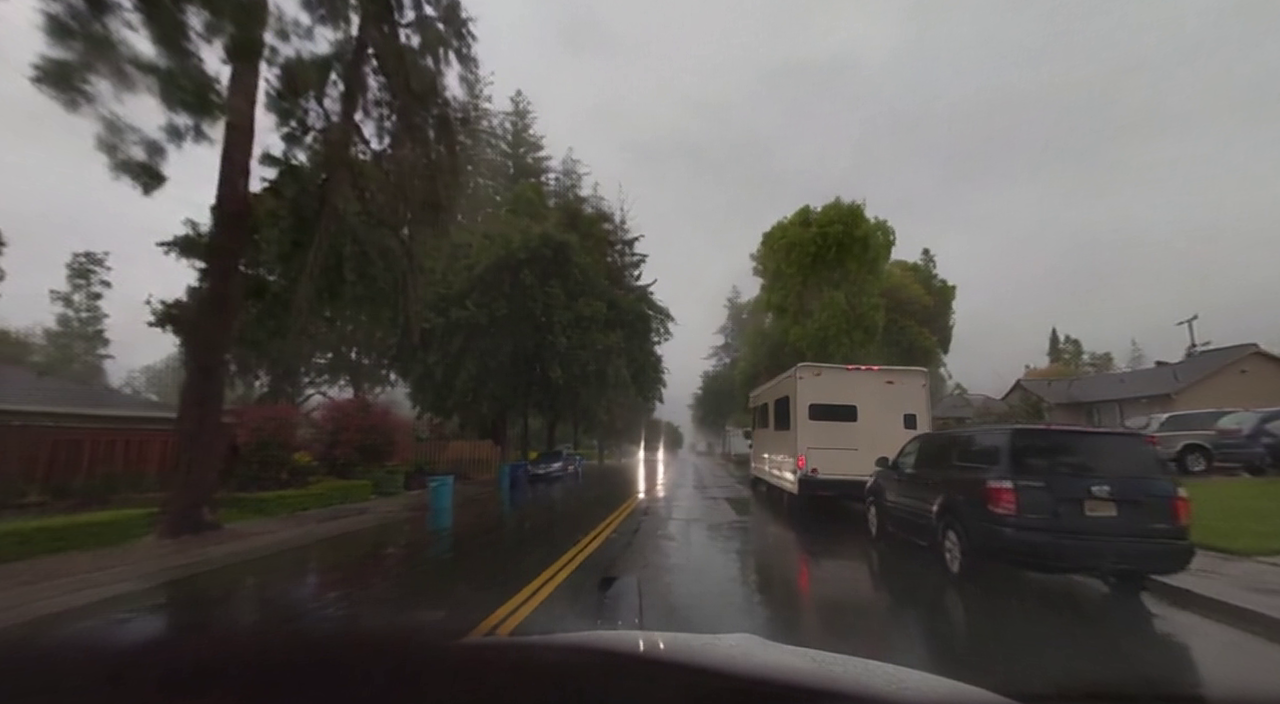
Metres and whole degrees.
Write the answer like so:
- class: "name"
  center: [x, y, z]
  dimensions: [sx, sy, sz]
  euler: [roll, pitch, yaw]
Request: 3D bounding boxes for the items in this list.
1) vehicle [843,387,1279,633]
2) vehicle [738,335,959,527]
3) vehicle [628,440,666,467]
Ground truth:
- class: "vehicle"
  center: [3.904, 1.502, 7.038]
  dimensions: [1.980, 1.782, 4.627]
  euler: [-1, -8, 4]
- class: "vehicle"
  center: [4.604, 2.187, 16.950]
  dimensions: [3.052, 3.440, 11.052]
  euler: [-1, -8, 5]
- class: "vehicle"
  center: [0.563, 7.005, 43.662]
  dimensions: [2.194, 1.763, 4.288]
  euler: [-1, -8, 7]
